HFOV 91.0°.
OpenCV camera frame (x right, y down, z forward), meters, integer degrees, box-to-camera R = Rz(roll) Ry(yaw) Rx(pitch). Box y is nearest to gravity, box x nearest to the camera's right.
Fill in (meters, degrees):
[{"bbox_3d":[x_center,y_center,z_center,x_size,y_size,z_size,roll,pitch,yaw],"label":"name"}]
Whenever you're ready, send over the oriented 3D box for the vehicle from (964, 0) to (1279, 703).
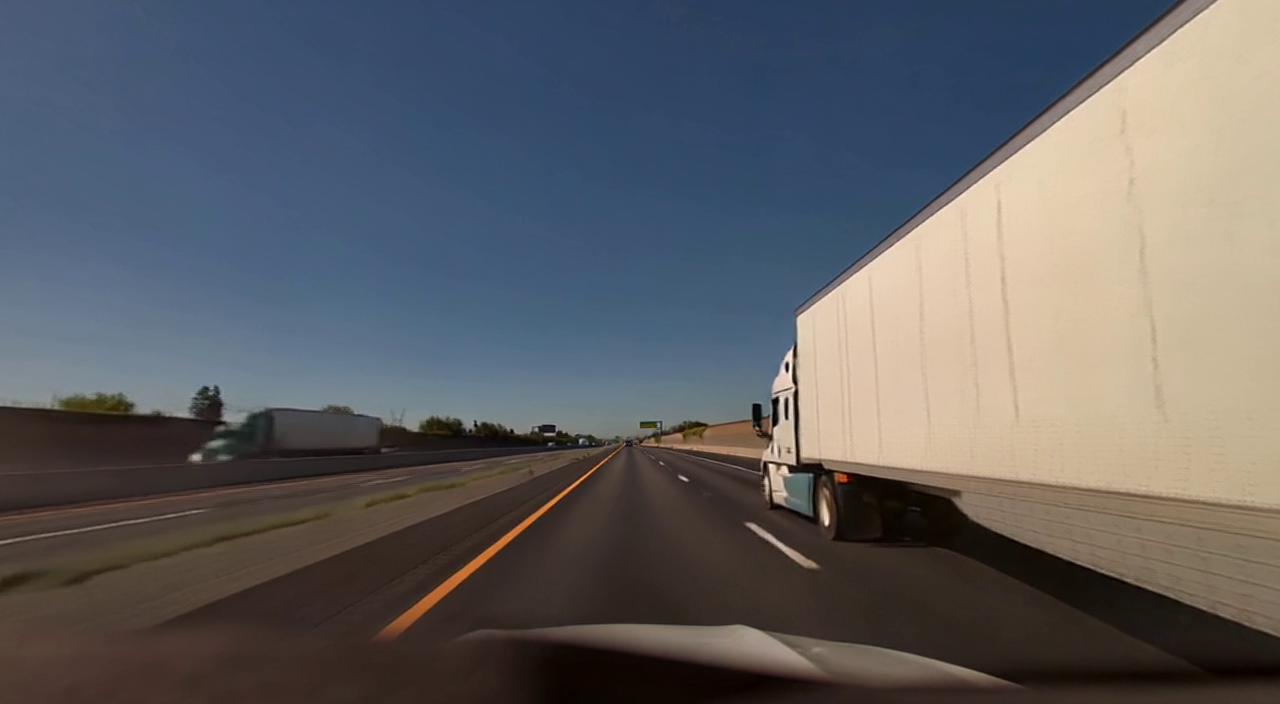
[{"bbox_3d":[3.458,-0.163,0.291,2.702,3.193,7.196,-1,-8,0],"label":"vehicle"}]
